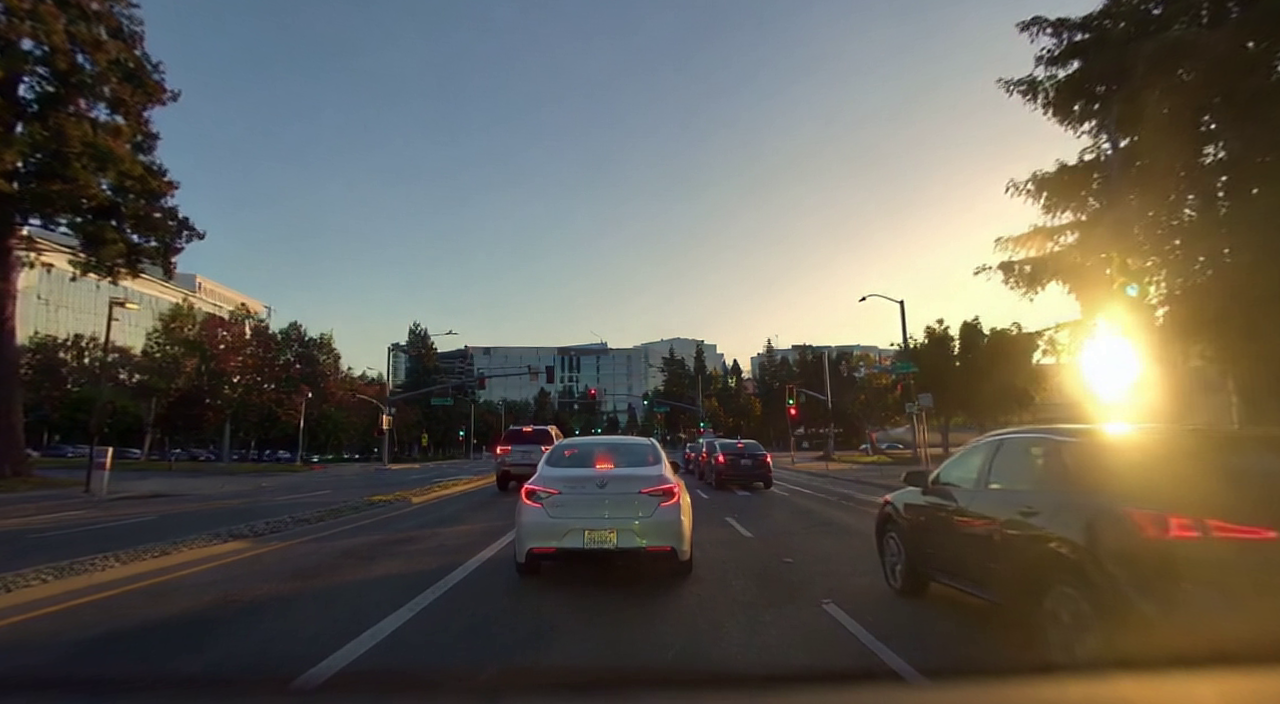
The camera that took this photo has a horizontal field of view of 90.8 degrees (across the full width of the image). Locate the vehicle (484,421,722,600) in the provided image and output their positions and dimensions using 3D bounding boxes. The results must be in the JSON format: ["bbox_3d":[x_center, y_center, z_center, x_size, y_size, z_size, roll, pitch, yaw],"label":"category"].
[{"bbox_3d":[-0.347,1.609,7.194,2.006,1.487,3.535,0,-9,-1],"label":"vehicle"}]

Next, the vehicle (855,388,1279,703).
[{"bbox_3d":[3.167,1.164,4.188,1.910,1.474,4.263,0,-9,-1],"label":"vehicle"}]

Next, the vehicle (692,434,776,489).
[{"bbox_3d":[2.890,3.480,20.349,1.874,1.556,4.116,0,-9,-3],"label":"vehicle"}]
